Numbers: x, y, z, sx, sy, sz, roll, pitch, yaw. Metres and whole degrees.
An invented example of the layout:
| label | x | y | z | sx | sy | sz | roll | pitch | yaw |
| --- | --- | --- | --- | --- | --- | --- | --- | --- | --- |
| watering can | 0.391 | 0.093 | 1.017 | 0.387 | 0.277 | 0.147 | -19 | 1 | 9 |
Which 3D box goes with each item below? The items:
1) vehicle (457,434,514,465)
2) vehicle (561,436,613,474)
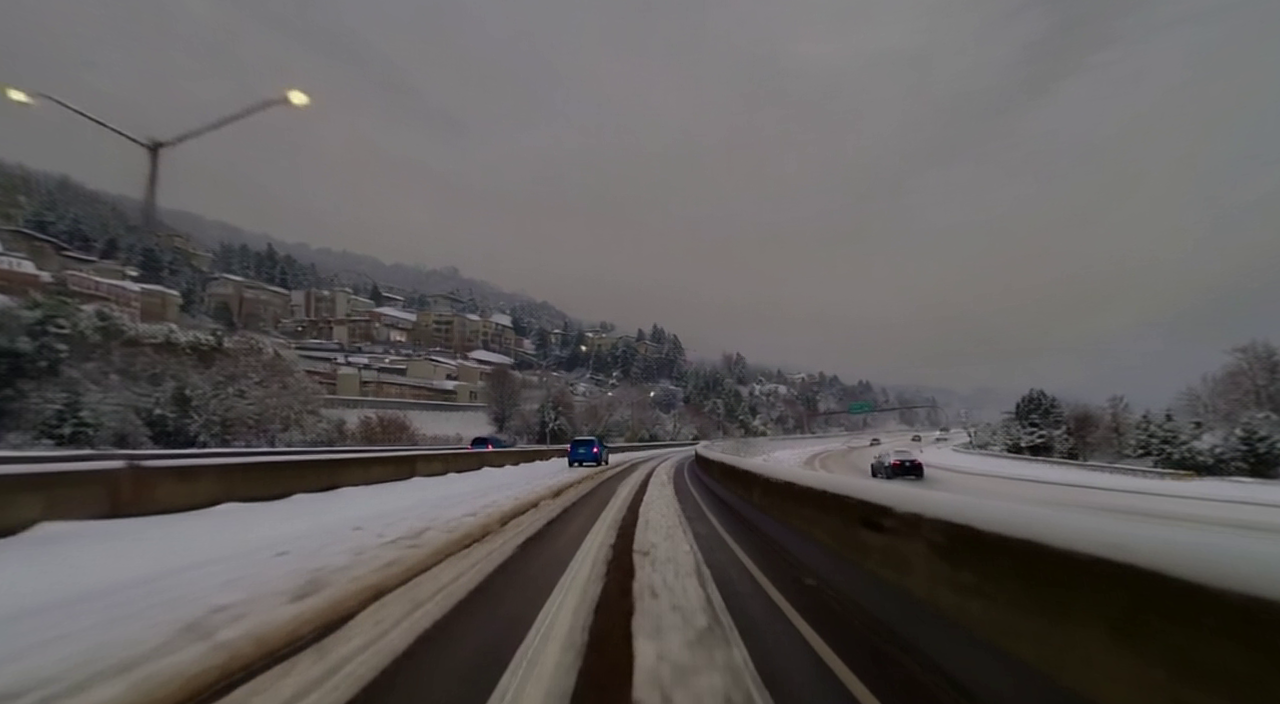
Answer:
| label | x | y | z | sx | sy | sz | roll | pitch | yaw |
| --- | --- | --- | --- | --- | --- | --- | --- | --- | --- |
| vehicle | -9.443 | 5.995 | 38.884 | 2.039 | 1.746 | 4.528 | -1 | -8 | 5 |
| vehicle | -2.633 | 5.201 | 32.188 | 2.028 | 1.782 | 4.150 | -1 | -8 | 4 |
